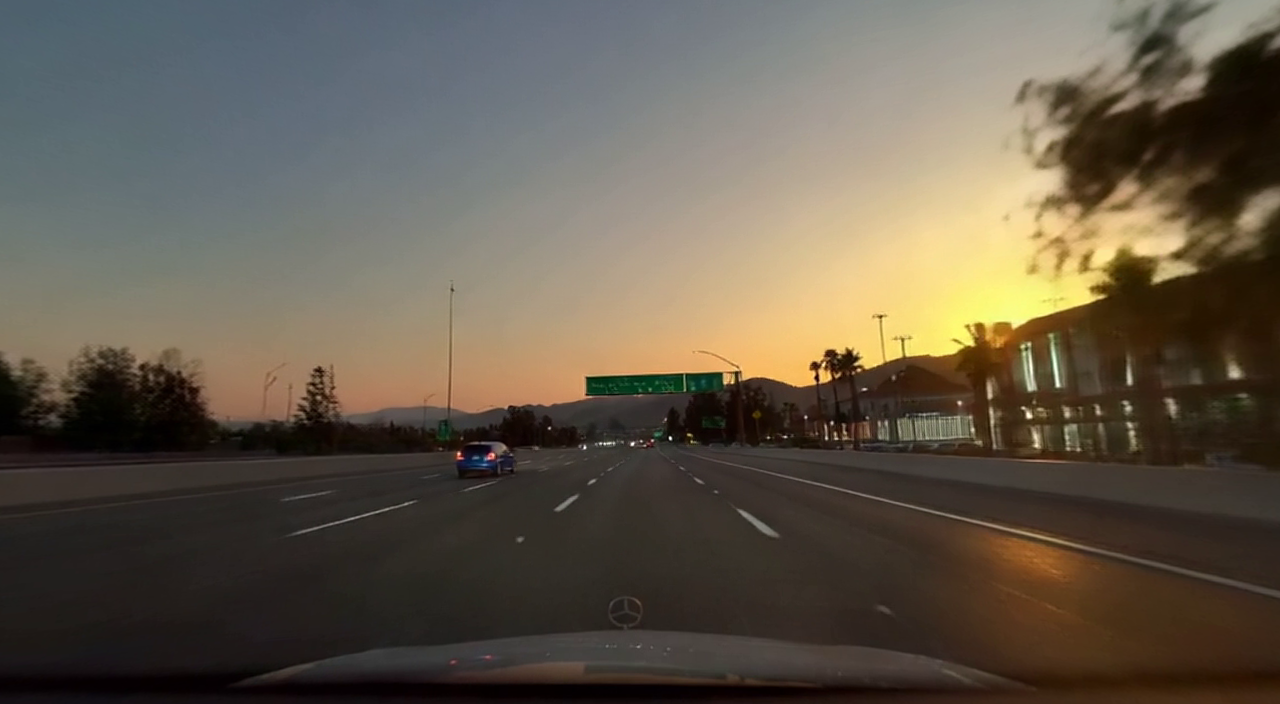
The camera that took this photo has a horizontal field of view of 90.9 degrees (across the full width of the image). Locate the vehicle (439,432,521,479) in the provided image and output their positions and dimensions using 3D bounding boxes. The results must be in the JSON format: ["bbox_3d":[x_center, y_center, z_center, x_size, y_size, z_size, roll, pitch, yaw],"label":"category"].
[{"bbox_3d":[-6.671,4.363,26.879,2.145,1.793,4.762,0,-8,1],"label":"vehicle"}]
